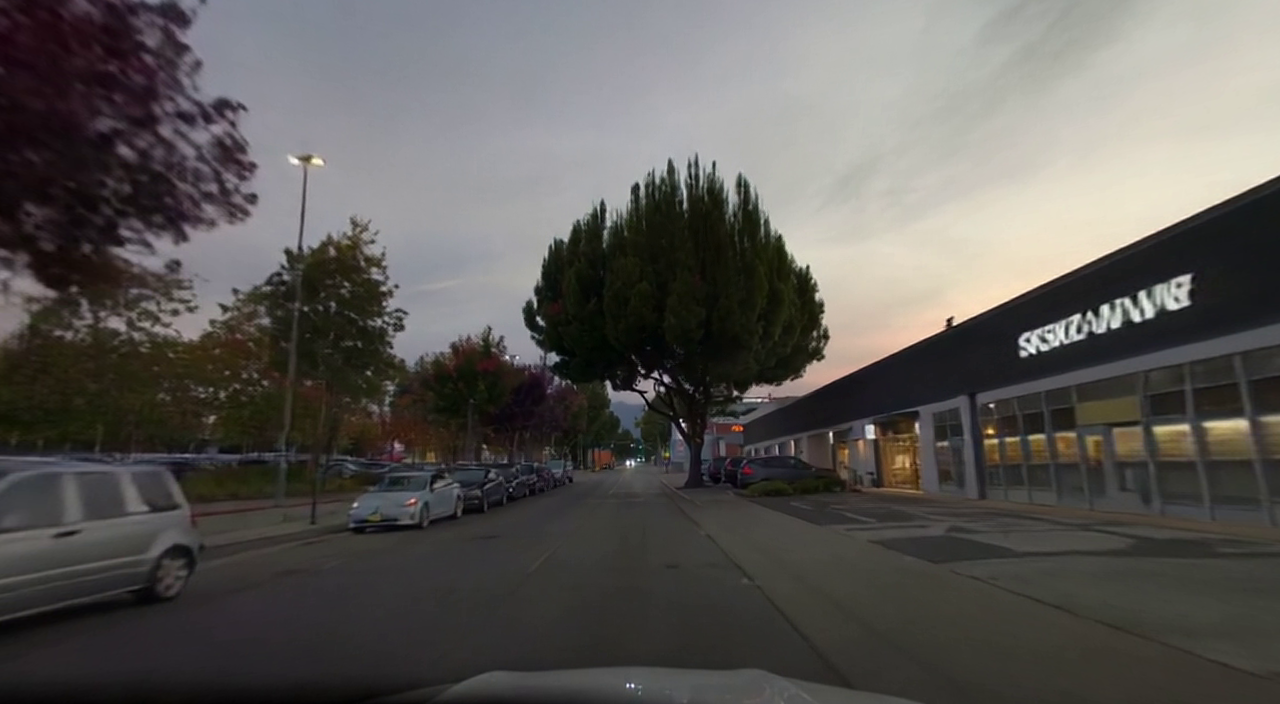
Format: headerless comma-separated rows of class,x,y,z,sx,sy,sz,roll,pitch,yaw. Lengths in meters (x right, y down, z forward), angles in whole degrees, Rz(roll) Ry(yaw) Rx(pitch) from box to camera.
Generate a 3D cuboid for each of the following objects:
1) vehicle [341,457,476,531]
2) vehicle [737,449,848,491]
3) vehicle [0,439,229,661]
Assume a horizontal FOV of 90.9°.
vehicle,-5.792,3.628,16.455,1.832,1.623,4.424,1,-11,0
vehicle,6.385,5.030,26.793,4.193,1.665,1.924,1,-11,-2
vehicle,-5.826,1.618,5.366,1.777,1.687,4.116,0,-11,0
